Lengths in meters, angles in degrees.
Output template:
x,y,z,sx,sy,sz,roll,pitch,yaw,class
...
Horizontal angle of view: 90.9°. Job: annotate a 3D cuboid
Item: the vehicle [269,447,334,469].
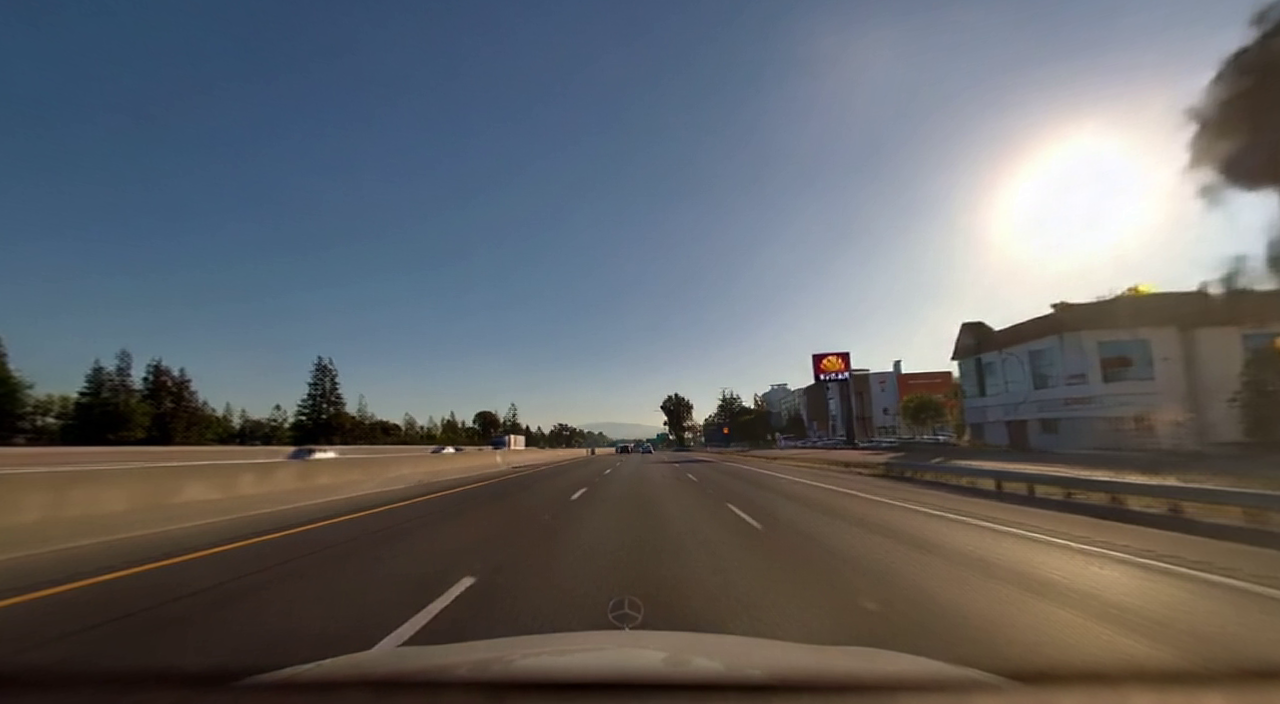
x,y,z,sx,sy,sz,roll,pitch,yaw,class
-23.264,7.272,43.569,1.883,1.444,4.561,0,-8,1,vehicle
